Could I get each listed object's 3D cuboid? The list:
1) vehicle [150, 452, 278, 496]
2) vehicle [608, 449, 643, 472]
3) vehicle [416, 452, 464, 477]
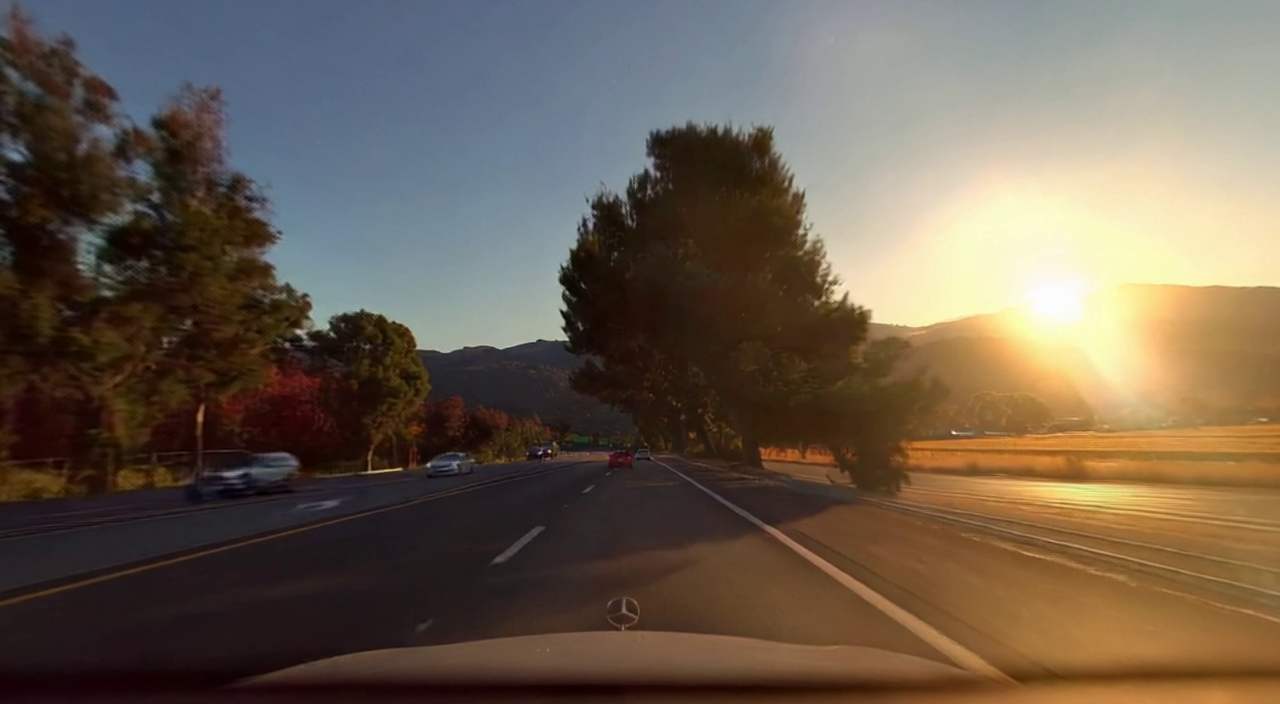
[{"bbox_3d":[-15.868,4.532,23.829,1.841,1.481,4.240,0,-9,0],"label":"vehicle"},{"bbox_3d":[-0.924,7.332,43.009,2.170,1.451,4.584,0,-9,1],"label":"vehicle"},{"bbox_3d":[-12.775,7.183,40.487,1.893,1.485,4.002,0,-9,-2],"label":"vehicle"}]
